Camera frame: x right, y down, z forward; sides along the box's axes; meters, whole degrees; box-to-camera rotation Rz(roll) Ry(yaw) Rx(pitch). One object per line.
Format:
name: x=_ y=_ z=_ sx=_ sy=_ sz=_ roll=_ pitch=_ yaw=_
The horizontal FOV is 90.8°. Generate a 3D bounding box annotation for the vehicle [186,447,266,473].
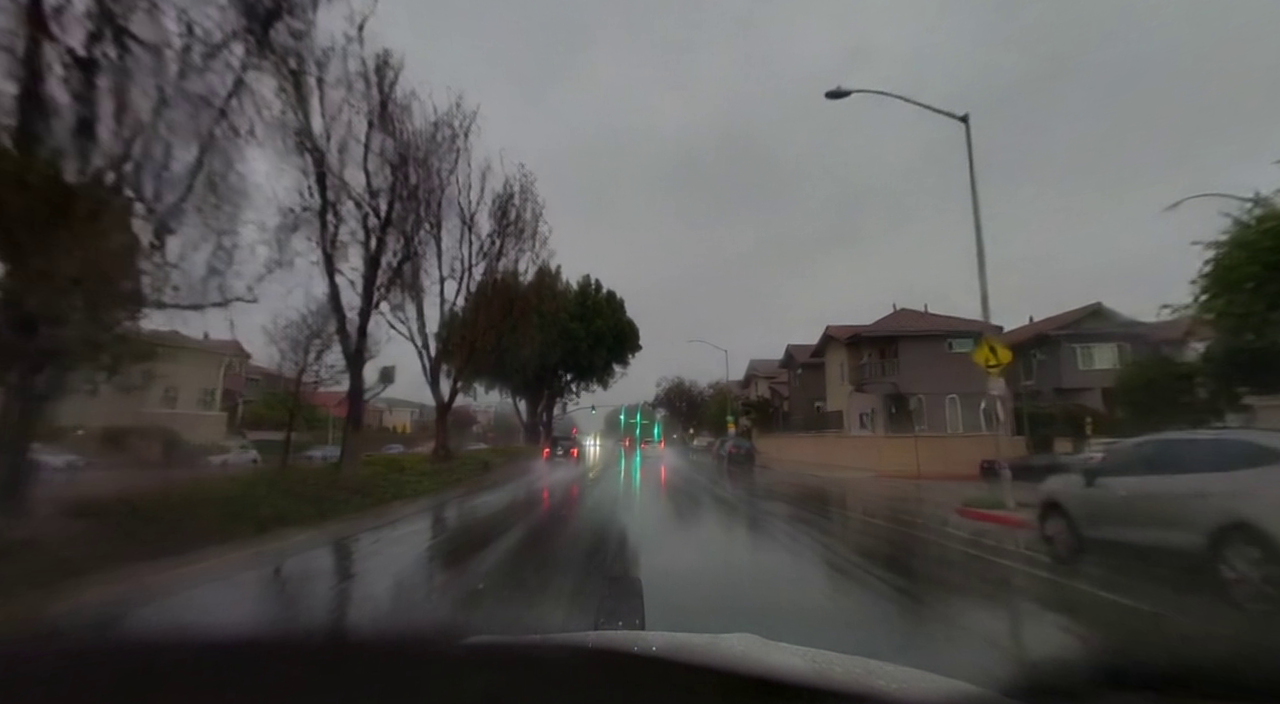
vehicle: x=-25.467 y=6.641 z=39.089 sx=1.839 sy=1.463 sz=4.705 roll=0 pitch=-8 yaw=-1

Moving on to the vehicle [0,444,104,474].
vehicle: x=-30.956 y=5.580 z=33.099 sx=4.068 sy=1.522 sz=1.726 roll=0 pitch=-9 yaw=-1

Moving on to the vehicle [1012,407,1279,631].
vehicle: x=5.965 y=1.431 z=5.834 sx=2.032 sy=1.713 sz=4.932 roll=0 pitch=-9 yaw=0

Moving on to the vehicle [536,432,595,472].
vehicle: x=-3.449 y=4.740 z=30.070 sx=2.233 sy=1.775 sz=4.491 roll=0 pitch=-8 yaw=0

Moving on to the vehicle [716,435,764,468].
vehicle: x=5.988 y=6.037 z=38.408 sx=2.154 sy=1.824 sz=4.782 roll=0 pitch=-8 yaw=0

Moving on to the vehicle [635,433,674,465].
vehicle: x=0.838 y=6.073 z=39.737 sx=2.273 sy=1.851 sz=5.075 roll=0 pitch=-8 yaw=-1
